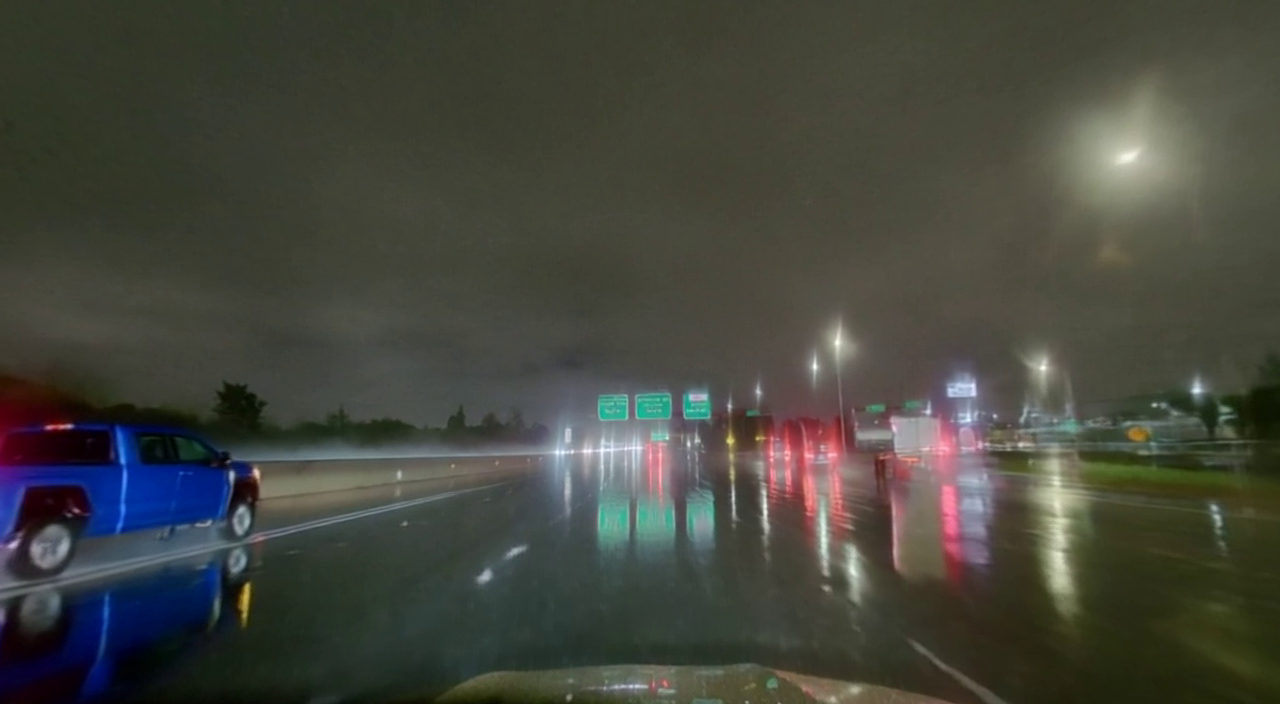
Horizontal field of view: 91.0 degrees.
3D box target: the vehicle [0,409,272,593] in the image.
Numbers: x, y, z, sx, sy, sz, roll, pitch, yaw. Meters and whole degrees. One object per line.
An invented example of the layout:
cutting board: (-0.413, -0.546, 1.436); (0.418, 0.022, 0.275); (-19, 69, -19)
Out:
vehicle: (-7.160, 1.707, 7.858); (2.168, 1.729, 4.724); (0, -9, 1)
